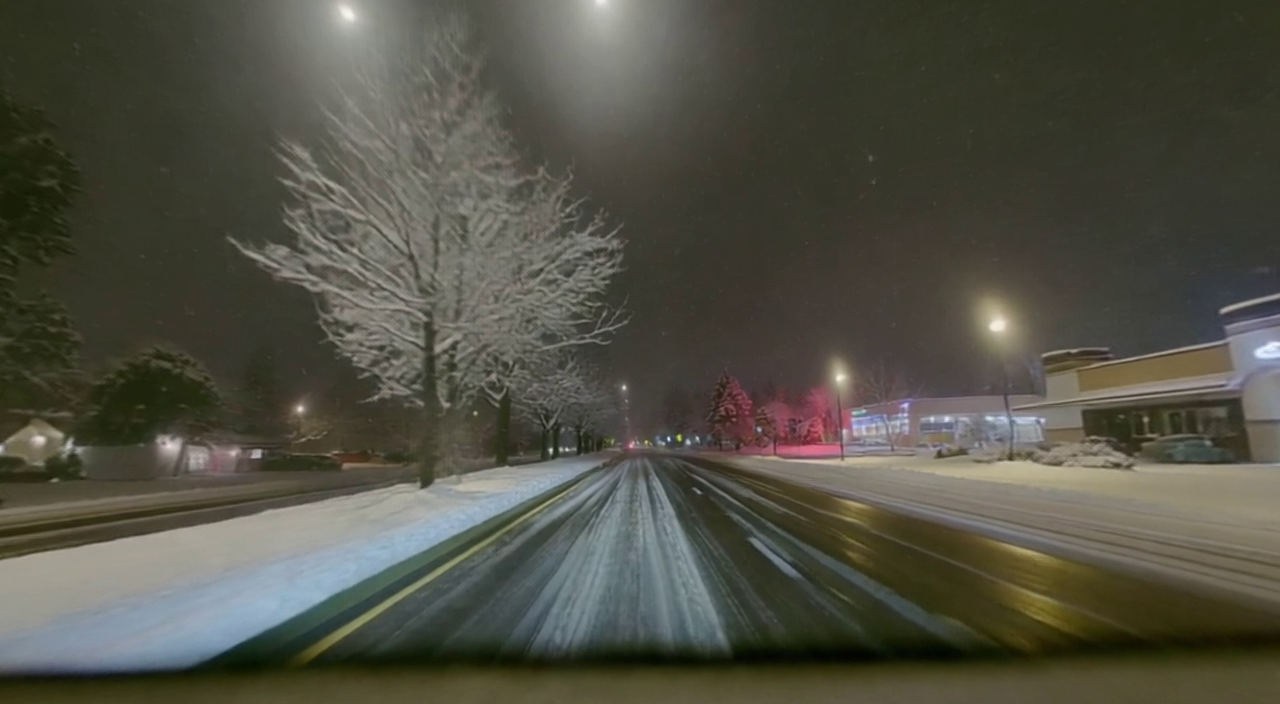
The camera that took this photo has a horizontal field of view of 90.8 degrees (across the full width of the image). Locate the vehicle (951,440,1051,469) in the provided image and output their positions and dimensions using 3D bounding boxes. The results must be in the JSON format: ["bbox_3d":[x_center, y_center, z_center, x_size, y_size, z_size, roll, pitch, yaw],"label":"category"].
[{"bbox_3d":[20.176,5.734,35.472,4.333,1.507,2.101,0,-8,-1],"label":"vehicle"}]

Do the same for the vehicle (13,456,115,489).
[{"bbox_3d":[-35.637,7.462,39.305,1.983,1.818,4.590,0,-8,0],"label":"vehicle"}]

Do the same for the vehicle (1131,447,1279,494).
[{"bbox_3d":[20.064,4.086,21.853,4.403,1.436,1.918,-2,-10,1],"label":"vehicle"}]
